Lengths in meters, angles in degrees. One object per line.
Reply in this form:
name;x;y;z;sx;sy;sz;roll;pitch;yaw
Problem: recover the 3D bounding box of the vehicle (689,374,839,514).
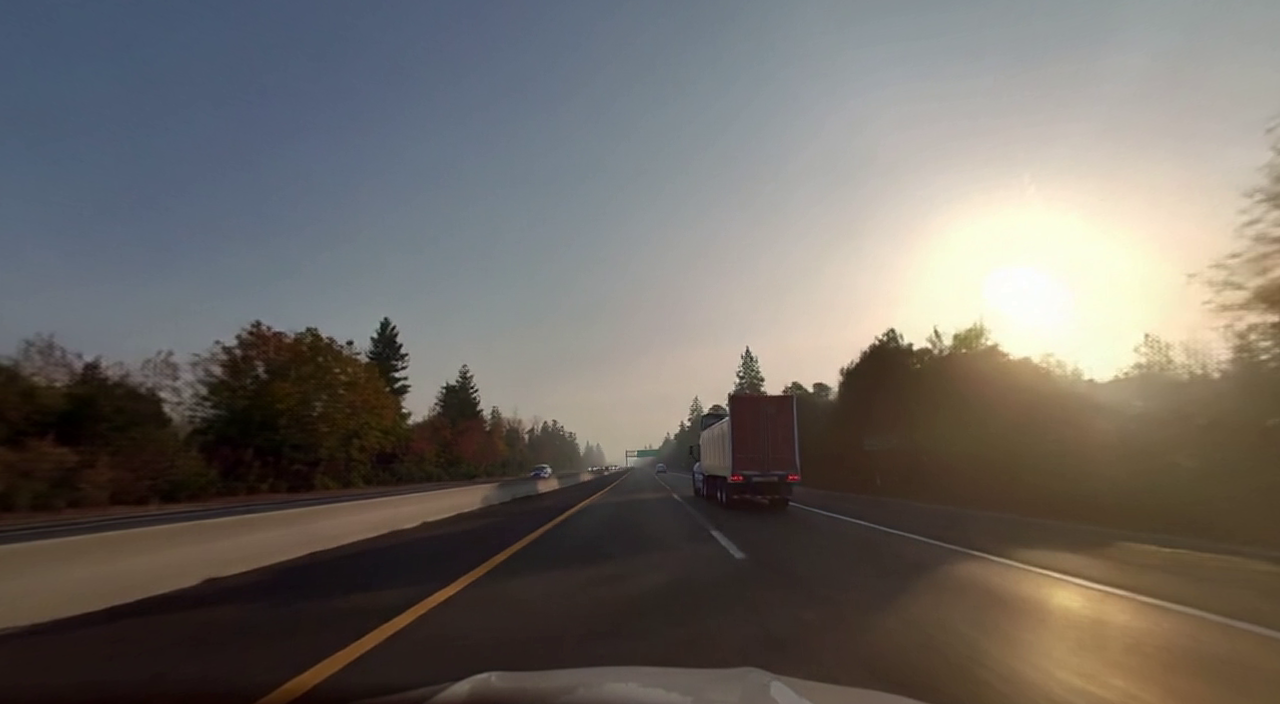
vehicle;4.175;3.904;25.331;3.204;4.102;13.306;1;-10;0
